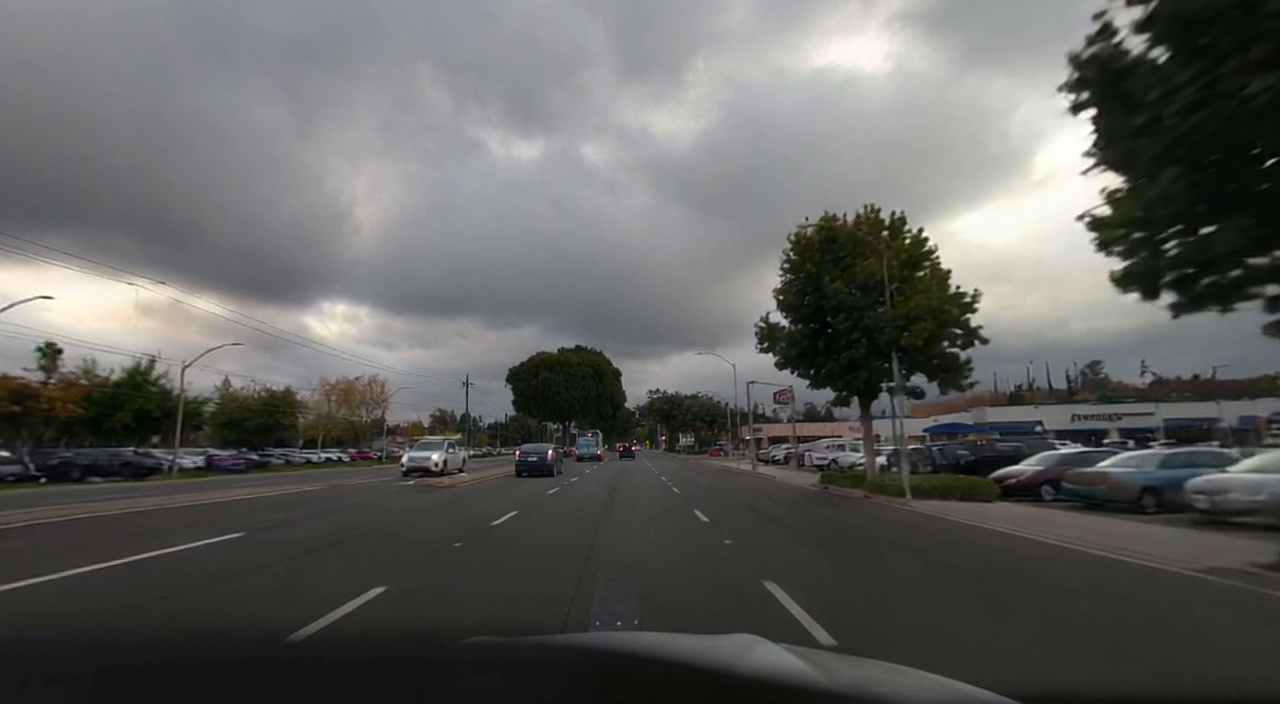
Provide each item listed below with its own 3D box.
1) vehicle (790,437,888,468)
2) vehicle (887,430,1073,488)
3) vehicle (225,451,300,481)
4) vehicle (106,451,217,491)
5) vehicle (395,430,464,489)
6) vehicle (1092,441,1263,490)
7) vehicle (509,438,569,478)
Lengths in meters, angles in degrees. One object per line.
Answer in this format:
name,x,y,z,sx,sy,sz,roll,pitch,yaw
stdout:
vehicle,11.991,6.088,38.236,5.426,1.811,2.193,-2,-9,15
vehicle,11.978,3.762,22.462,5.519,1.836,2.138,-5,-10,32
vehicle,-23.712,7.149,39.792,1.938,1.691,4.696,0,-9,-2
vehicle,-23.757,5.889,31.502,1.953,1.789,4.591,0,-9,-1
vehicle,-7.866,3.993,23.671,2.123,1.864,5.553,2,-9,-18
vehicle,18.890,4.027,22.492,1.937,1.493,4.612,-1,-9,-1
vehicle,-4.546,4.868,29.053,2.109,1.672,4.256,0,-9,-1
